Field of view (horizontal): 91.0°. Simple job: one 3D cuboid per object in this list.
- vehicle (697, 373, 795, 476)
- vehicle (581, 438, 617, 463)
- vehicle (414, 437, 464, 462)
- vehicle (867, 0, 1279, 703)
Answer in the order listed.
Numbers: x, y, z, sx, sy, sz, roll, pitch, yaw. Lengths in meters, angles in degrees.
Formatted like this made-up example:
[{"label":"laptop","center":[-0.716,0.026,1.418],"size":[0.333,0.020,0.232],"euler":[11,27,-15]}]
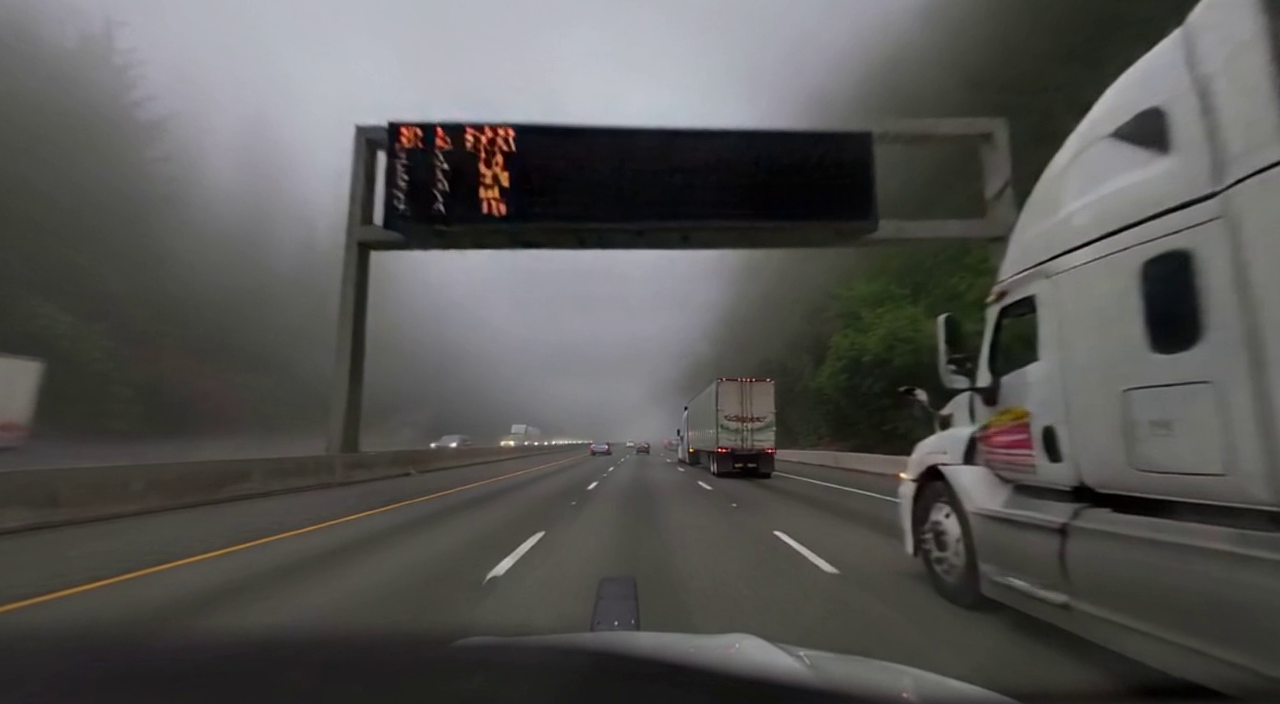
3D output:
[{"label":"vehicle","center":[4.556,3.413,29.264],"size":[3.085,4.062,8.965],"euler":[0,-7,1]},{"label":"vehicle","center":[-2.865,6.966,44.705],"size":[2.206,1.644,4.027],"euler":[-1,-8,1]},{"label":"vehicle","center":[-12.484,6.083,39.294],"size":[1.834,1.441,3.603],"euler":[-1,-8,1]},{"label":"vehicle","center":[3.694,-0.408,3.566],"size":[2.937,4.134,4.689],"euler":[-1,-7,1]}]
